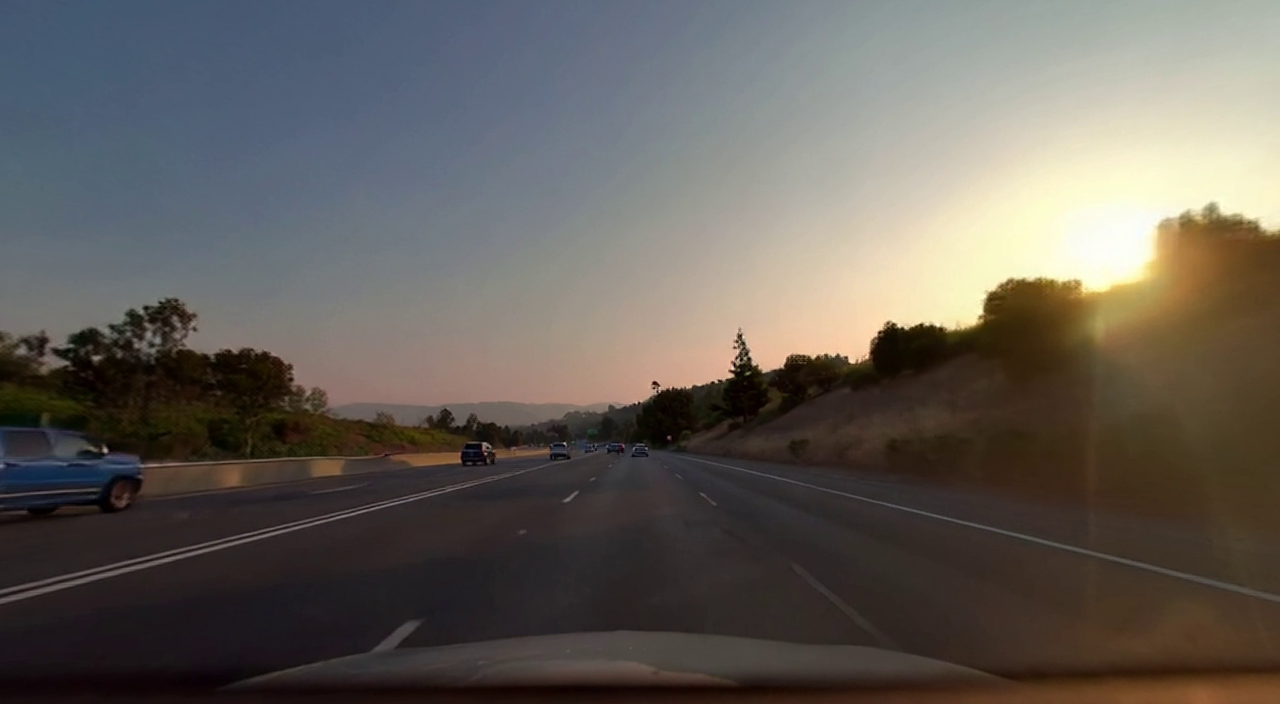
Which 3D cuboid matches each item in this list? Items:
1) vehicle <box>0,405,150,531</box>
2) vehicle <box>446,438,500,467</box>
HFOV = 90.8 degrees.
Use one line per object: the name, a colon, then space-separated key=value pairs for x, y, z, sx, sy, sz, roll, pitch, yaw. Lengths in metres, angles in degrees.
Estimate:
vehicle: x=-10.630 y=1.806 z=9.877 sx=2.012 sy=1.875 sz=4.895 roll=0 pitch=-9 yaw=-1
vehicle: x=-10.833 y=6.572 z=41.427 sx=2.195 sy=1.795 sz=4.659 roll=0 pitch=-9 yaw=1
